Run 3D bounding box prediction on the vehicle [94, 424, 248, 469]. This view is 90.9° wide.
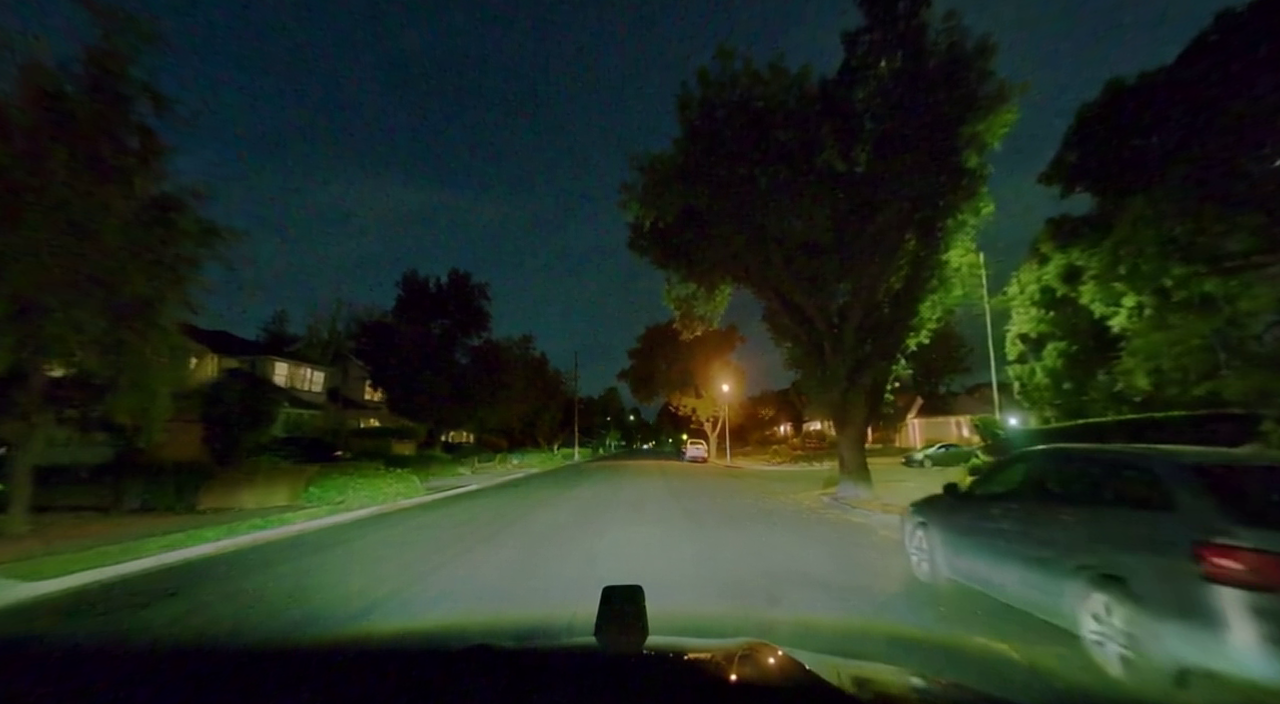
[{"bbox_3d":[-18.458,3.751,24.971,4.530,1.678,1.994,-1,-8,2],"label":"vehicle"}]

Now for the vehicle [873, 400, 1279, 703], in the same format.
[{"bbox_3d":[3.663,1.295,4.673,1.928,1.567,4.900,0,-9,-1],"label":"vehicle"}]

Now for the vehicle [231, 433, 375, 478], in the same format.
[{"bbox_3d":[-13.191,4.076,24.909,4.543,1.691,1.957,0,-9,0],"label":"vehicle"}]

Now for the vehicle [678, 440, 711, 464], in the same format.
[{"bbox_3d":[4.130,7.668,48.383,2.046,1.760,4.570,0,-9,-1],"label":"vehicle"}]
